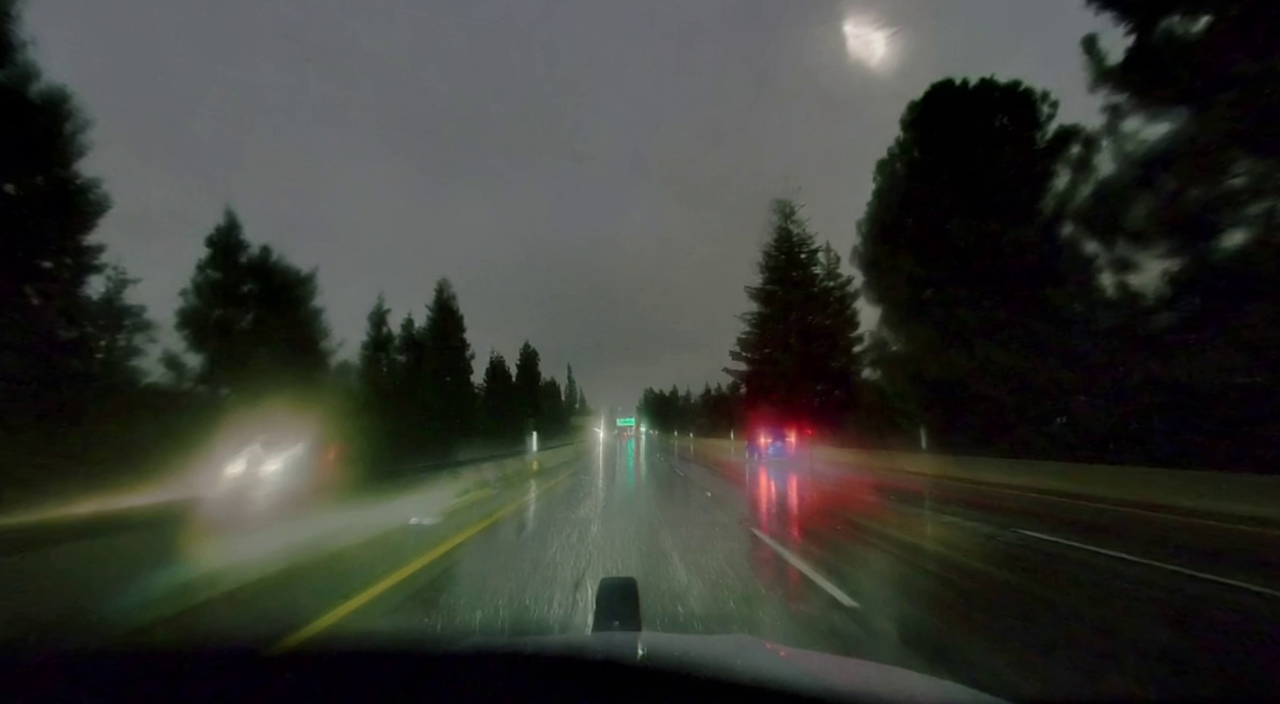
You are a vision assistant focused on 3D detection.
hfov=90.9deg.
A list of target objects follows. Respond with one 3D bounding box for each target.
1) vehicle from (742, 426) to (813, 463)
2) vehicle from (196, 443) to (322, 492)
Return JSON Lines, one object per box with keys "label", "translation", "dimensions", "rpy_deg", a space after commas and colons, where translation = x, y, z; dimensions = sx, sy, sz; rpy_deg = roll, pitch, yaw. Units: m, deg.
{"label": "vehicle", "translation": [6.807, 4.647, 31.833], "dimensions": [2.273, 1.698, 4.863], "rpy_deg": [0, -8, -3]}
{"label": "vehicle", "translation": [-13.204, 3.982, 22.176], "dimensions": [1.912, 1.520, 4.057], "rpy_deg": [0, -8, -1]}
